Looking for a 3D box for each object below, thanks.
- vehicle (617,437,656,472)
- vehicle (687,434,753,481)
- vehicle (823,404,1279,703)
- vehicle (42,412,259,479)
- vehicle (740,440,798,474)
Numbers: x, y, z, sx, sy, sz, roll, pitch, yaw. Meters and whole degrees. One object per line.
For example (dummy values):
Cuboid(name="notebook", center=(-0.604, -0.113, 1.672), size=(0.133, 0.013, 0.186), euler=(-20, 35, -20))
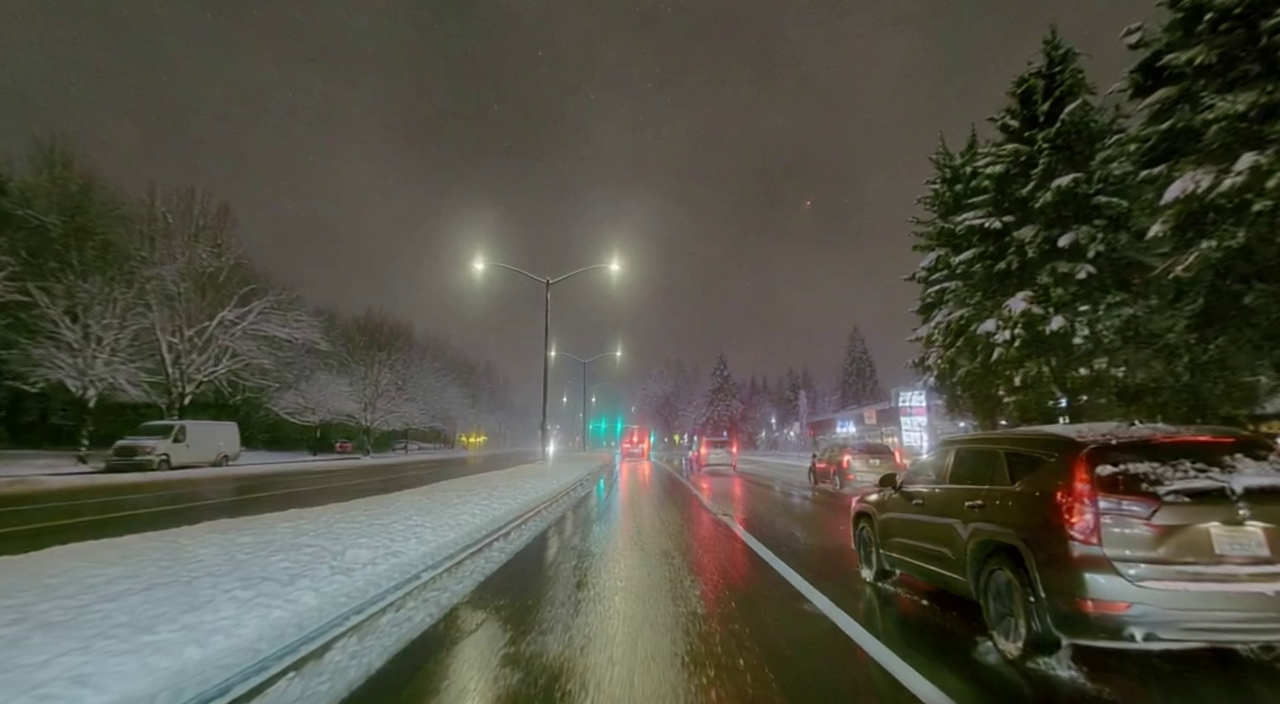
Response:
Cuboid(name="vehicle", center=(-0.239, 5.778, 35.674), size=(2.051, 1.798, 4.168), euler=(0, -8, -1))
Cuboid(name="vehicle", center=(3.208, 4.319, 26.082), size=(2.000, 1.745, 4.206), euler=(0, -8, -2))
Cuboid(name="vehicle", center=(2.946, 1.237, 4.517), size=(1.883, 1.452, 4.258), euler=(0, -8, -1))
Cuboid(name="vehicle", center=(-25.783, 5.010, 33.673), size=(8.344, 3.233, 3.218), euler=(2, -8, -10))
Cuboid(name="vehicle", center=(6.618, 5.435, 32.787), size=(1.954, 1.606, 4.423), euler=(0, -8, -2))
